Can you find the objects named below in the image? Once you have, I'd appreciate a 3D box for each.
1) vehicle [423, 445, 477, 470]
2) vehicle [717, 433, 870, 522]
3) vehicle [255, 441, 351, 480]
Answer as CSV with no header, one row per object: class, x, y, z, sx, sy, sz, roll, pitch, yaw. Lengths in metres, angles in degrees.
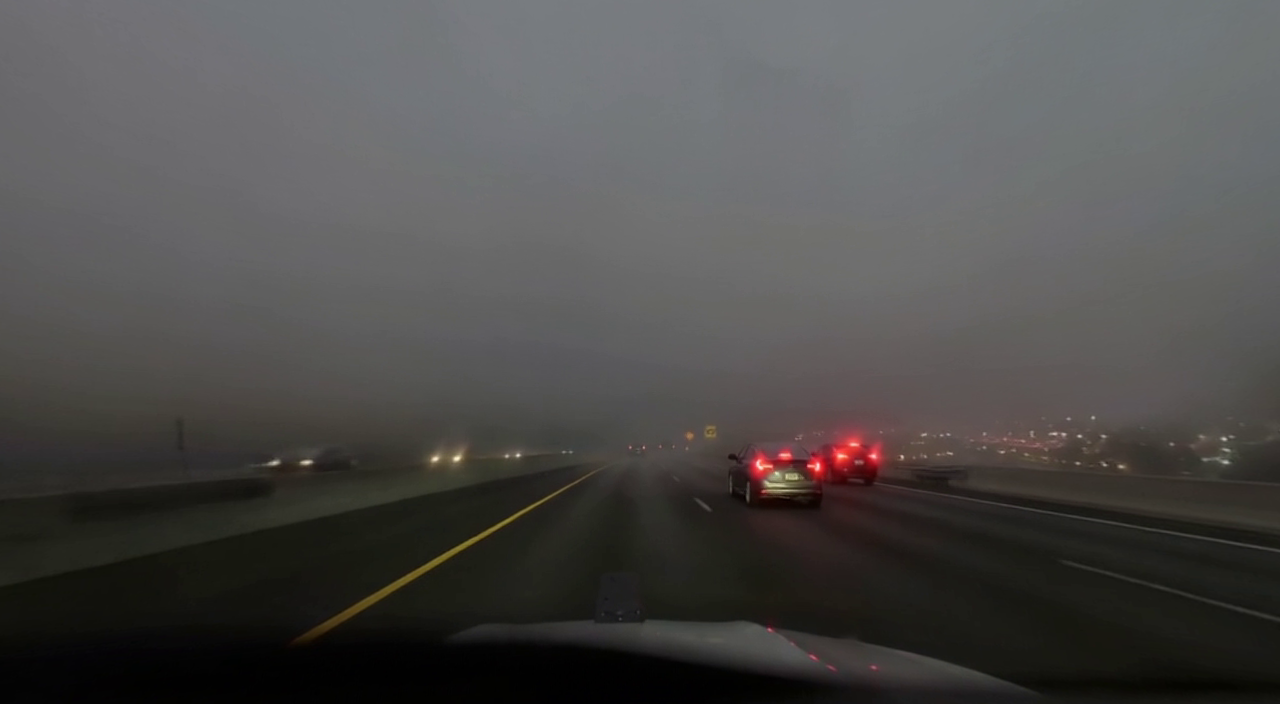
vehicle,-13.267,7.374,44.433,2.161,1.666,4.887,0,-8,2
vehicle,2.969,2.529,13.351,1.982,1.533,4.612,0,-8,-1
vehicle,-17.641,5.691,33.388,2.199,1.881,4.950,0,-8,2
